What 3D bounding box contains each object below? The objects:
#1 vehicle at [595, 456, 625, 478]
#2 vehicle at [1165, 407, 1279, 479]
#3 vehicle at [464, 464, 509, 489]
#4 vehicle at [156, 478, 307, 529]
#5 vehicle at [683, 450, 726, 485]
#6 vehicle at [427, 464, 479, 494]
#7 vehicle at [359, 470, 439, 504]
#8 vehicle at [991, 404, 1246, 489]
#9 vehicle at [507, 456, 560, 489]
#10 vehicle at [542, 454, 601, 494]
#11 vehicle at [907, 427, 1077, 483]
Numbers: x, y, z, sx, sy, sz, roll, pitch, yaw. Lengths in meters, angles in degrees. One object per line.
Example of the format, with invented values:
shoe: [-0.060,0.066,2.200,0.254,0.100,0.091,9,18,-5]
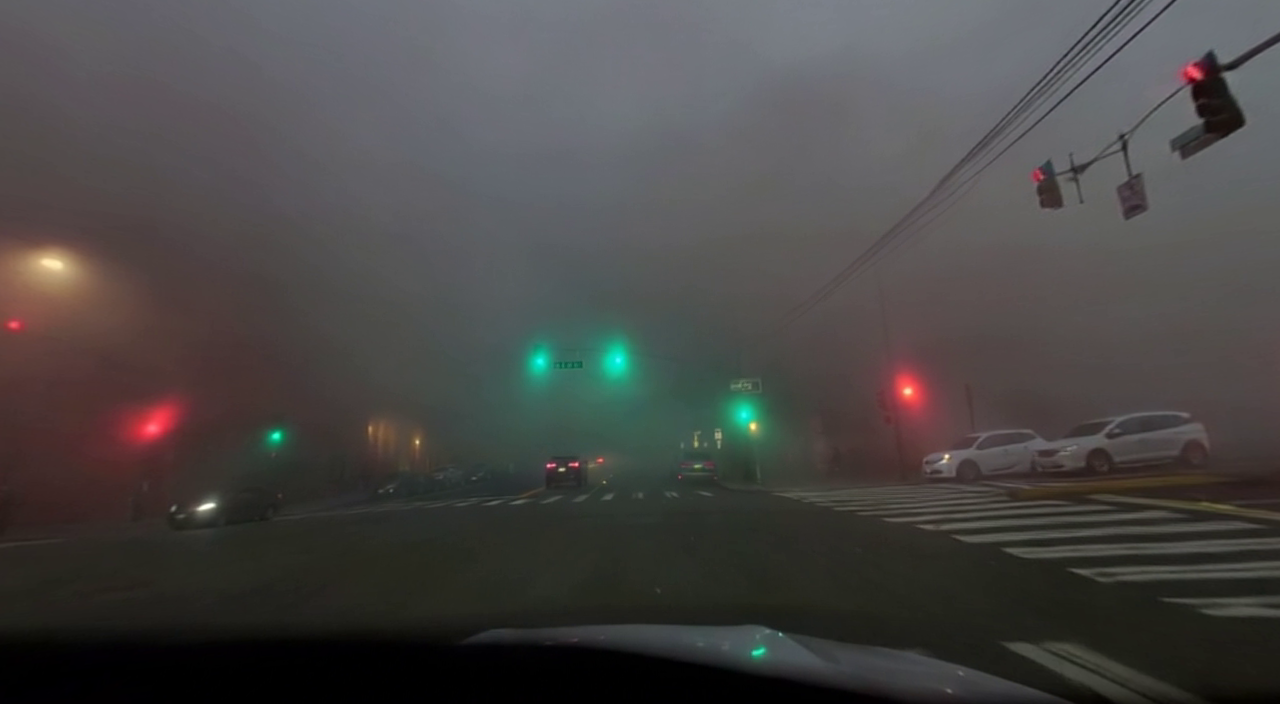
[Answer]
vehicle: [-2.273,8.792,48.306,1.916,1.487,4.535,-1,-8,2]
vehicle: [14.976,2.016,14.027,4.801,1.497,1.895,0,-8,0]
vehicle: [-11.315,9.203,46.769,2.041,1.526,4.749,0,-8,1]
vehicle: [-15.583,5.766,24.383,1.999,1.466,4.535,-3,-9,18]
vehicle: [3.601,6.508,35.799,1.924,1.765,3.954,0,-8,-1]
vehicle: [-11.729,7.975,39.815,1.933,1.628,3.973,-1,-8,3]
vehicle: [-12.133,6.819,32.122,1.934,1.434,4.636,-1,-8,5]
vehicle: [12.813,2.552,17.204,5.004,1.771,2.159,-5,-8,1]
vehicle: [-5.626,6.405,33.756,1.942,1.559,4.298,-1,-8,2]
vehicle: [-2.856,5.173,27.029,1.973,1.496,3.713,-1,-8,2]
vehicle: [11.265,3.325,20.413,4.288,1.689,1.909,-1,-8,1]
